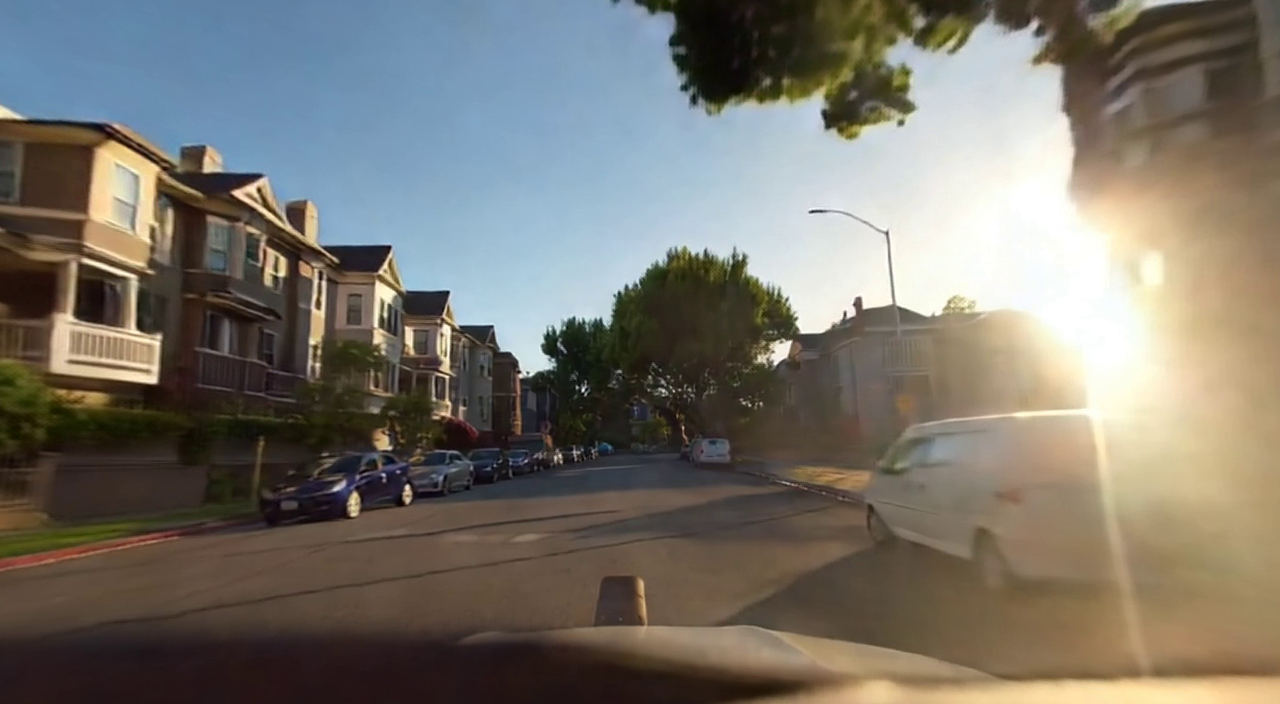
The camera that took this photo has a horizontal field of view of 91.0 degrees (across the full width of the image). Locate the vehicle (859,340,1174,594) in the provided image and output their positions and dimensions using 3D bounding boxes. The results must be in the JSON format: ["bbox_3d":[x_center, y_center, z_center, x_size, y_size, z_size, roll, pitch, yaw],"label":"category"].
[{"bbox_3d":[4.100,1.279,7.353,2.158,2.478,2.078,-1,-9,-1],"label":"vehicle"}]

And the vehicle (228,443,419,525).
[{"bbox_3d":[-6.896,2.923,14.457,2.003,1.501,4.779,-1,-10,-1],"label":"vehicle"}]

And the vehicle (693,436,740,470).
[{"bbox_3d":[4.651,6.250,38.966,2.216,1.955,4.970,0,-9,-1],"label":"vehicle"}]

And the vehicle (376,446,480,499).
[{"bbox_3d":[-6.746,3.869,20.617,1.845,1.475,4.495,-1,-9,0],"label":"vehicle"}]

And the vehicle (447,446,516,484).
[{"bbox_3d":[-6.723,4.839,27.174,1.832,1.483,4.140,-1,-9,1],"label":"vehicle"}]

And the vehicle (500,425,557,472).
[{"bbox_3d":[-6.800,6.056,39.121,2.341,2.674,5.753,-1,-10,1],"label":"vehicle"}]
